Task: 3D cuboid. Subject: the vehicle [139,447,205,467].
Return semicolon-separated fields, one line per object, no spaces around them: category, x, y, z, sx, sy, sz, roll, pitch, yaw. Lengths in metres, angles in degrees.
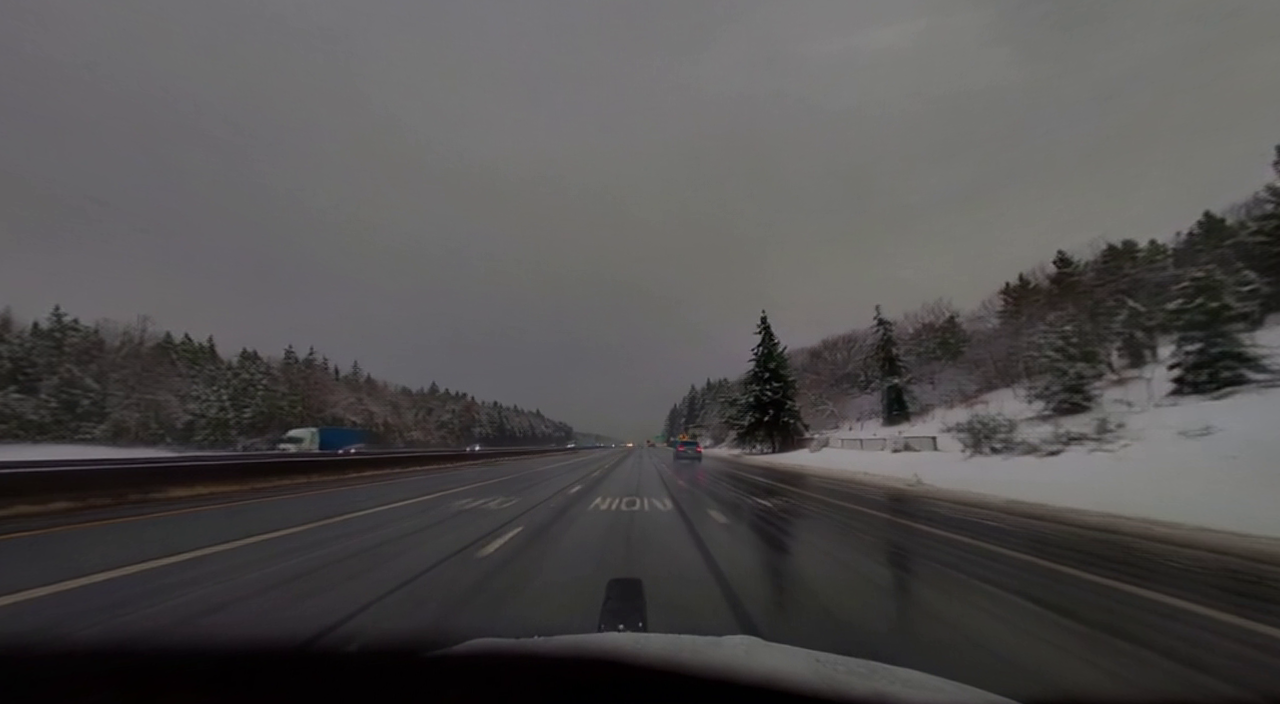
vehicle;-36.801;8.245;49.712;1.826;1.471;4.419;0;-9;0
